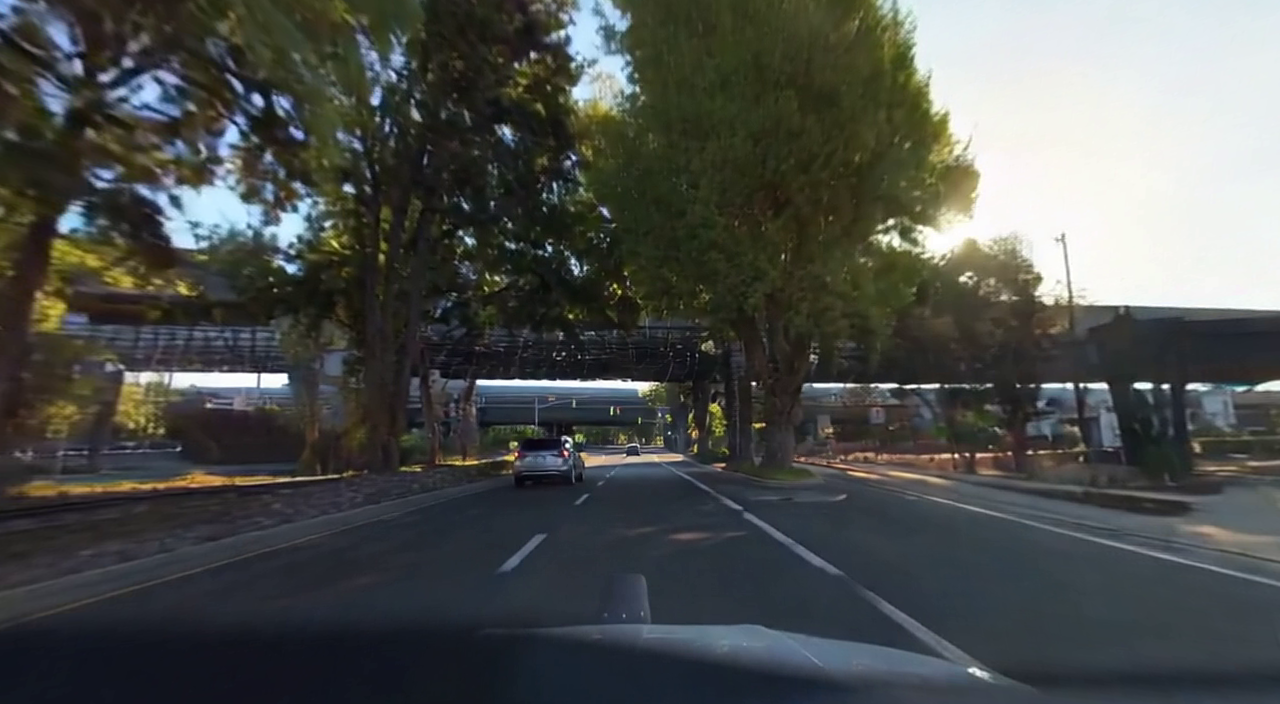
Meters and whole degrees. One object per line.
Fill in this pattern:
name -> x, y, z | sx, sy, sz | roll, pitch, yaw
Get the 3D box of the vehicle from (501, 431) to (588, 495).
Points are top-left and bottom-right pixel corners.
vehicle -> -2.788, 3.362, 19.346 | 1.882, 1.704, 4.335 | -1, -9, 2
